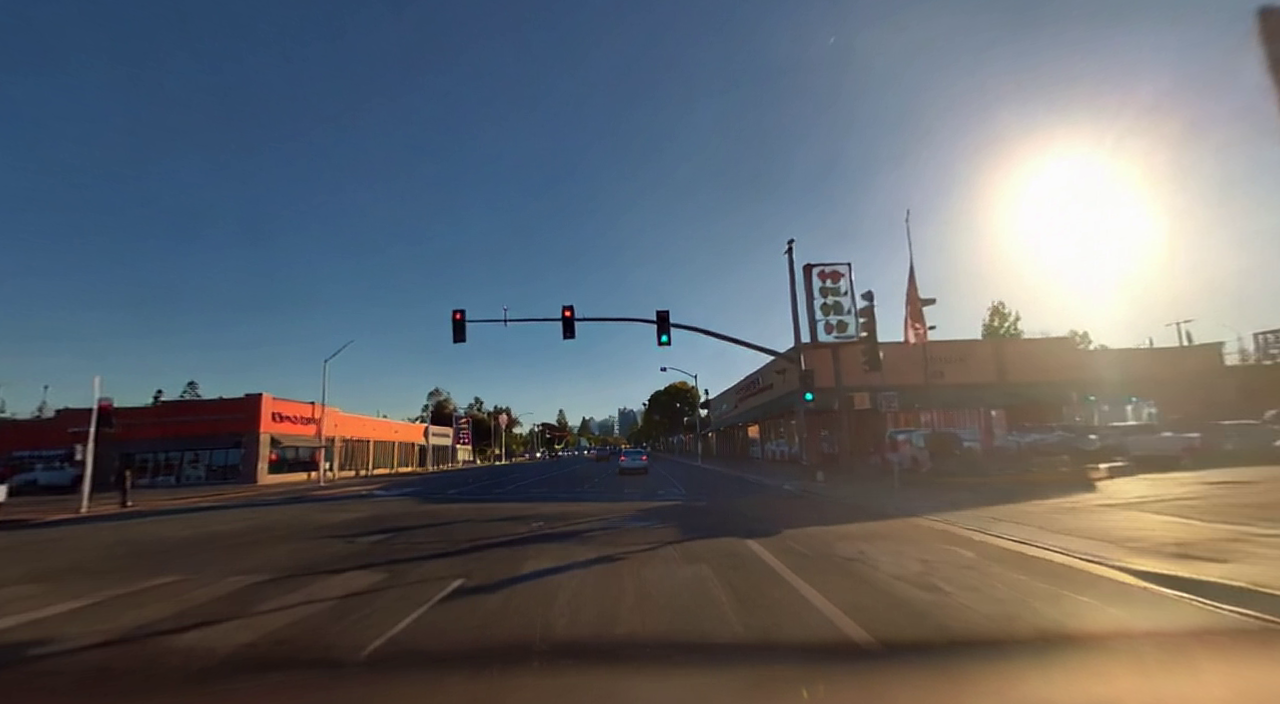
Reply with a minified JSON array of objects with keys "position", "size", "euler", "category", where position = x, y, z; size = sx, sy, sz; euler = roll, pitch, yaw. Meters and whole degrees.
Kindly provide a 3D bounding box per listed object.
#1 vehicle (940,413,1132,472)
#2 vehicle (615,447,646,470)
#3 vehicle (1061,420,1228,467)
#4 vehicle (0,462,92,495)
[{"position":[12.882,2.981,20.823],"size":[4.852,1.805,2.155],"euler":[0,-9,-2],"category":"vehicle"},{"position":[-0.637,7.037,41.903],"size":[1.977,1.451,4.032],"euler":[0,-9,-1],"category":"vehicle"},{"position":[18.632,3.414,23.507],"size":[4.586,1.623,1.861],"euler":[0,-9,-1],"category":"vehicle"},{"position":[-40.070,8.352,42.089],"size":[2.004,1.945,5.069],"euler":[-2,-9,11],"category":"vehicle"}]
